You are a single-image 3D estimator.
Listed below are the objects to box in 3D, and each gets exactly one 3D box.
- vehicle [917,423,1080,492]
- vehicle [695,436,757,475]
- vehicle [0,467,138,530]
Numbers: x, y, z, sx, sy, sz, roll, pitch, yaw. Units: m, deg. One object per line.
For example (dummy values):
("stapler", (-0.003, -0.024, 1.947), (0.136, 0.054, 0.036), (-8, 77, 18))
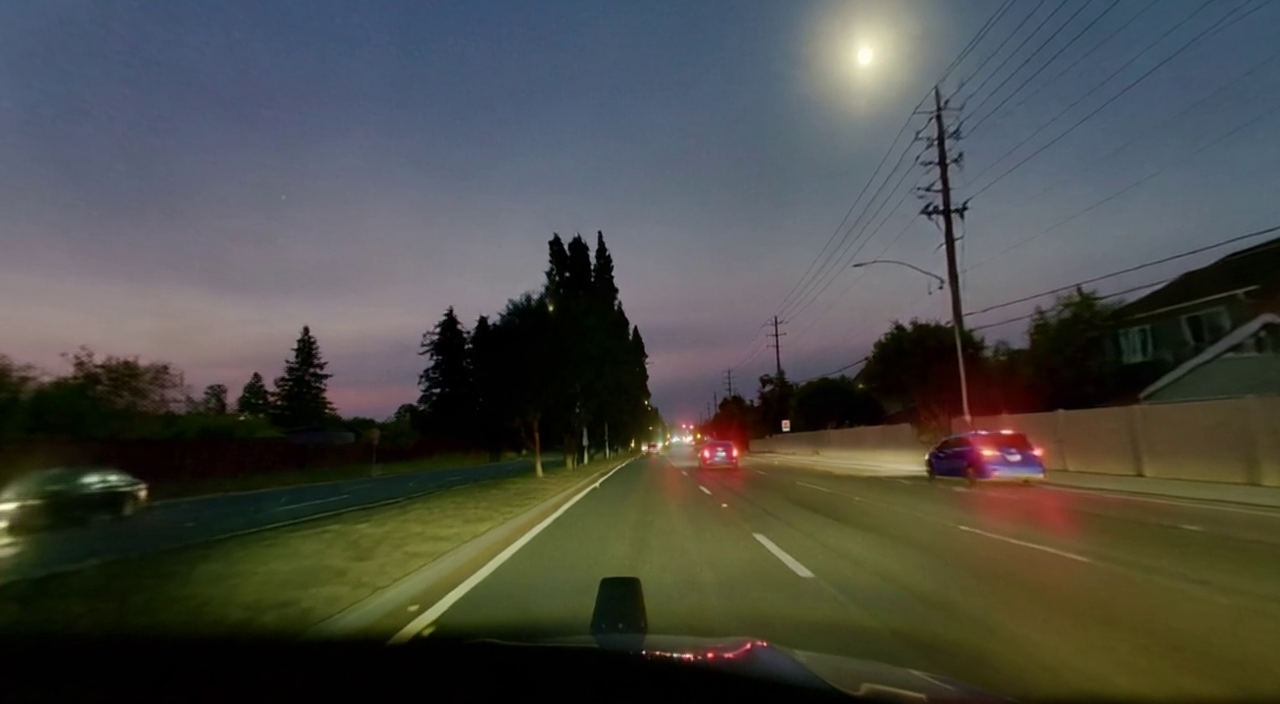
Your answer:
("vehicle", (9.890, 2.934, 17.894), (1.978, 1.700, 4.461), (0, -8, 0))
("vehicle", (3.554, 4.364, 26.799), (2.063, 1.481, 4.247), (0, -8, 0))
("vehicle", (-17.775, 4.248, 18.716), (1.952, 1.468, 4.487), (0, -8, 1))
